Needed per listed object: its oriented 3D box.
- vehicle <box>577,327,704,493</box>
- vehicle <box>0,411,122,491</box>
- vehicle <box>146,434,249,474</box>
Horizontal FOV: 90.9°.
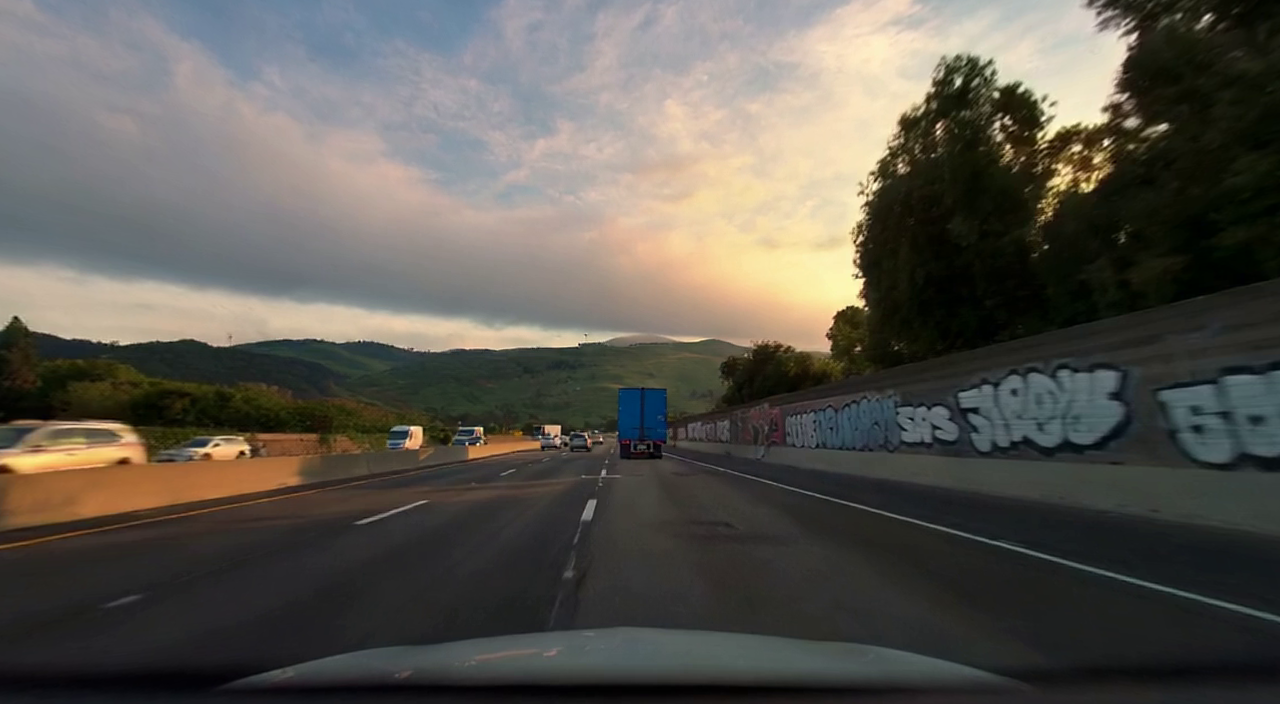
[{"bbox_3d":[-0.169,1.703,17.424,2.880,3.798,5.927,0,-8,-4],"label":"vehicle"},{"bbox_3d":[-14.387,2.196,14.160,1.998,1.647,4.170,0,-8,-2],"label":"vehicle"},{"bbox_3d":[-22.344,5.143,32.108,2.026,1.853,4.642,0,-8,-2],"label":"vehicle"}]
